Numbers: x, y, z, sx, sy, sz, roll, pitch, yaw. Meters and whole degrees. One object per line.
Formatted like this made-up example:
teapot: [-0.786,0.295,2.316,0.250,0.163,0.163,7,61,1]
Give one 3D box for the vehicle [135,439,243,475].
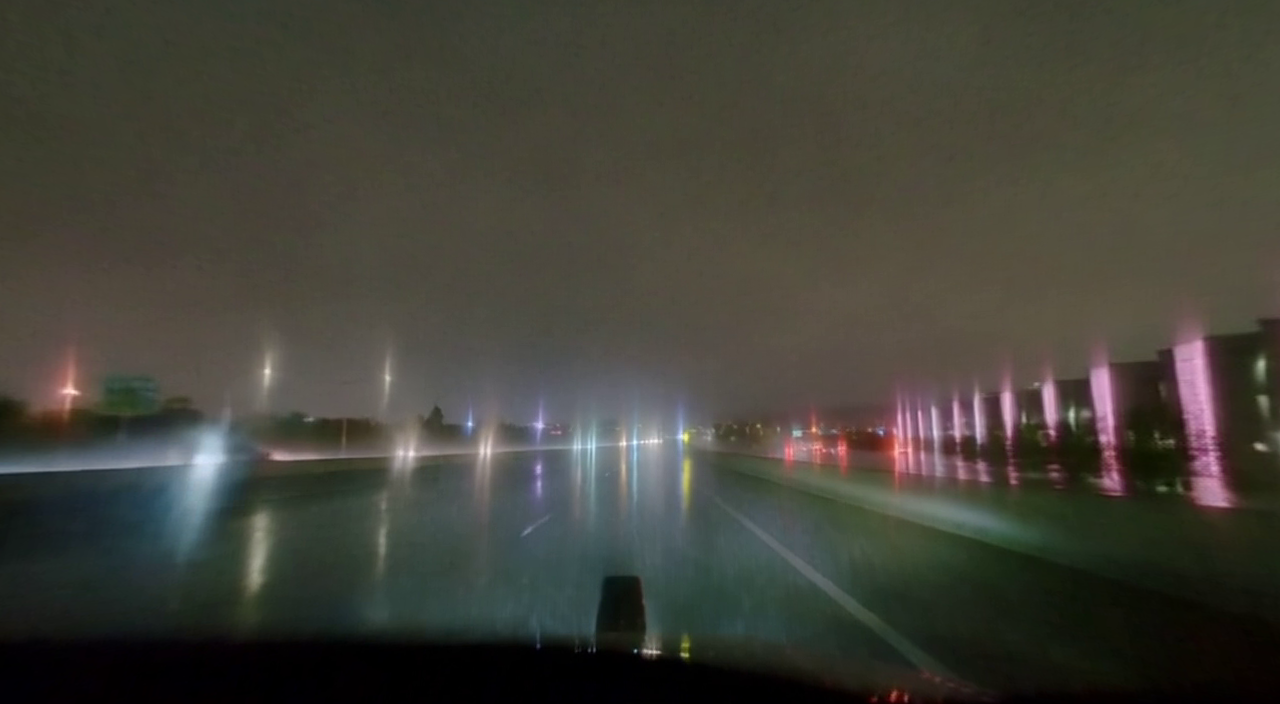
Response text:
vehicle: [-20.791,4.871,29.274,1.852,1.534,4.136,0,-9,1]
